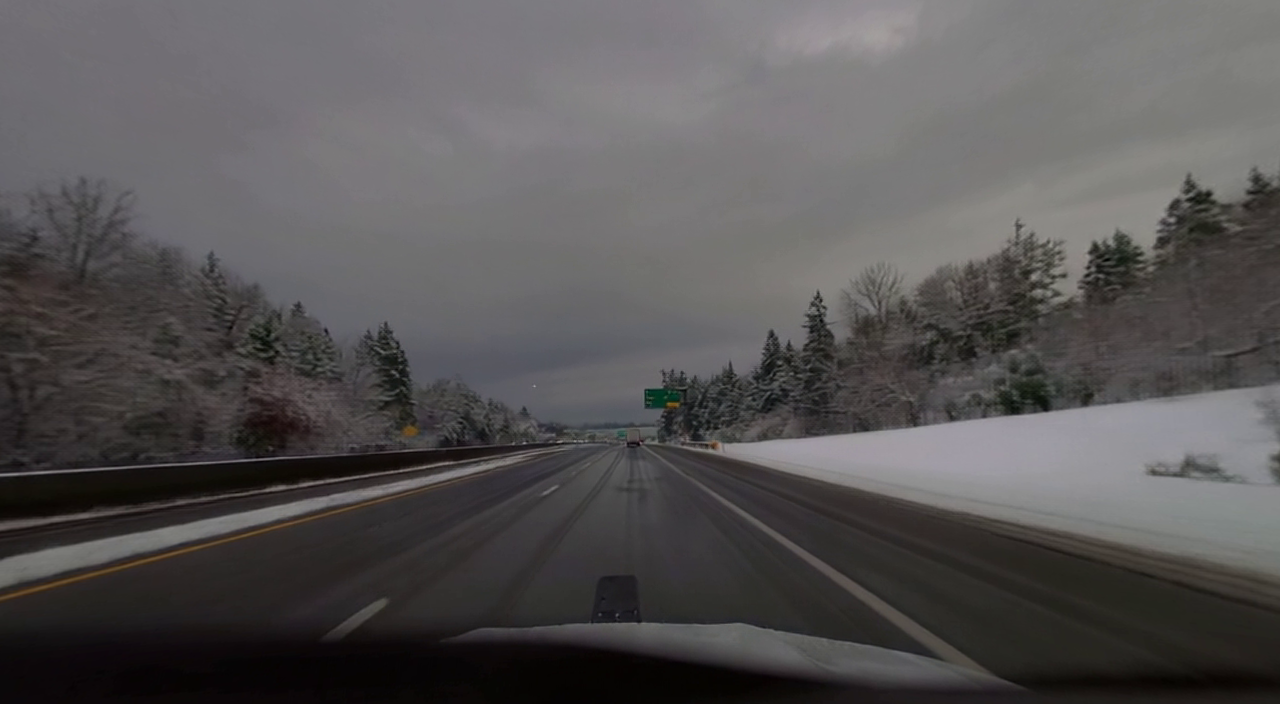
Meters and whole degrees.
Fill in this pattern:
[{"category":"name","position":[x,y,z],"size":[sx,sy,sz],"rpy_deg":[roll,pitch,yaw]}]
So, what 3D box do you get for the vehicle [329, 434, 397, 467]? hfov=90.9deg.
[{"category":"vehicle","position":[-17.267,6.123,39.565],"size":[2.124,1.891,4.742],"rpy_deg":[0,-8,0]}]
